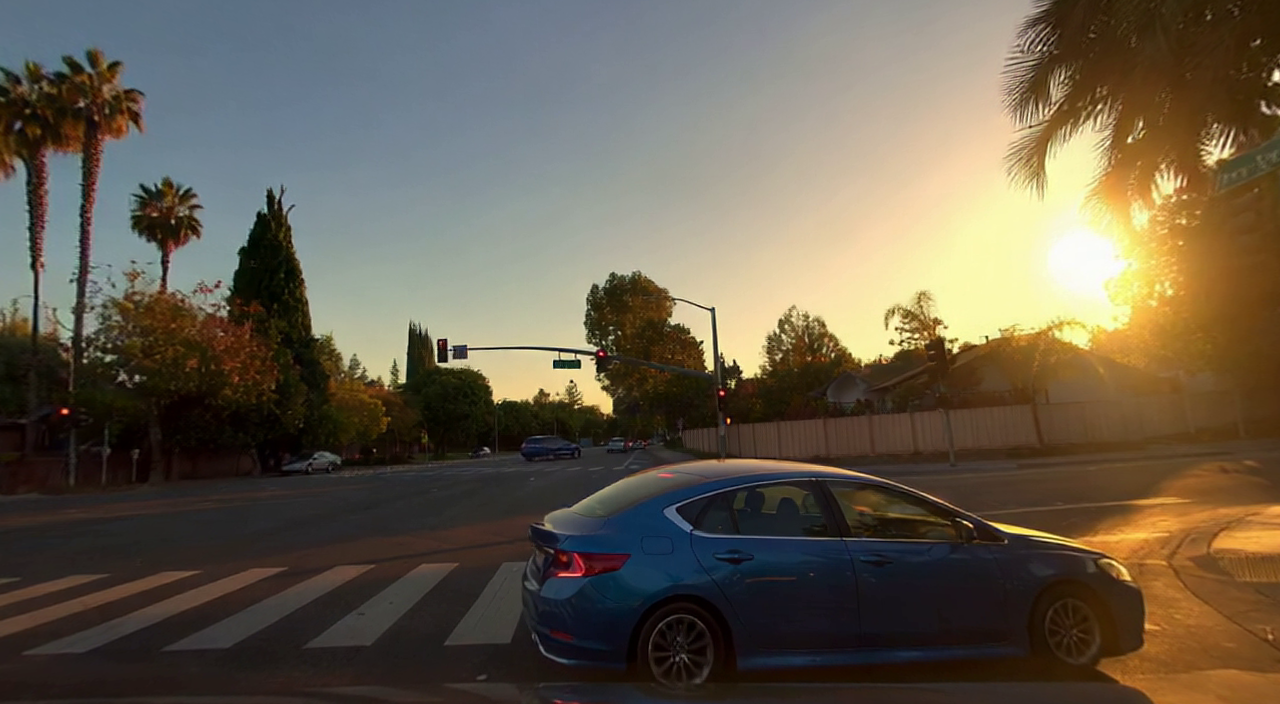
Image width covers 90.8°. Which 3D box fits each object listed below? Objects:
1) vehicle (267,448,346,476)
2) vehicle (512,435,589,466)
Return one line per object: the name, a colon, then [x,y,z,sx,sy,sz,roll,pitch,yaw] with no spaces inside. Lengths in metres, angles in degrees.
vehicle: [-19.998,6.607,38.152,2.084,1.528,4.778,-1,-9,2]
vehicle: [-4.845,5.437,34.920,2.083,1.541,4.777,-4,-9,22]
